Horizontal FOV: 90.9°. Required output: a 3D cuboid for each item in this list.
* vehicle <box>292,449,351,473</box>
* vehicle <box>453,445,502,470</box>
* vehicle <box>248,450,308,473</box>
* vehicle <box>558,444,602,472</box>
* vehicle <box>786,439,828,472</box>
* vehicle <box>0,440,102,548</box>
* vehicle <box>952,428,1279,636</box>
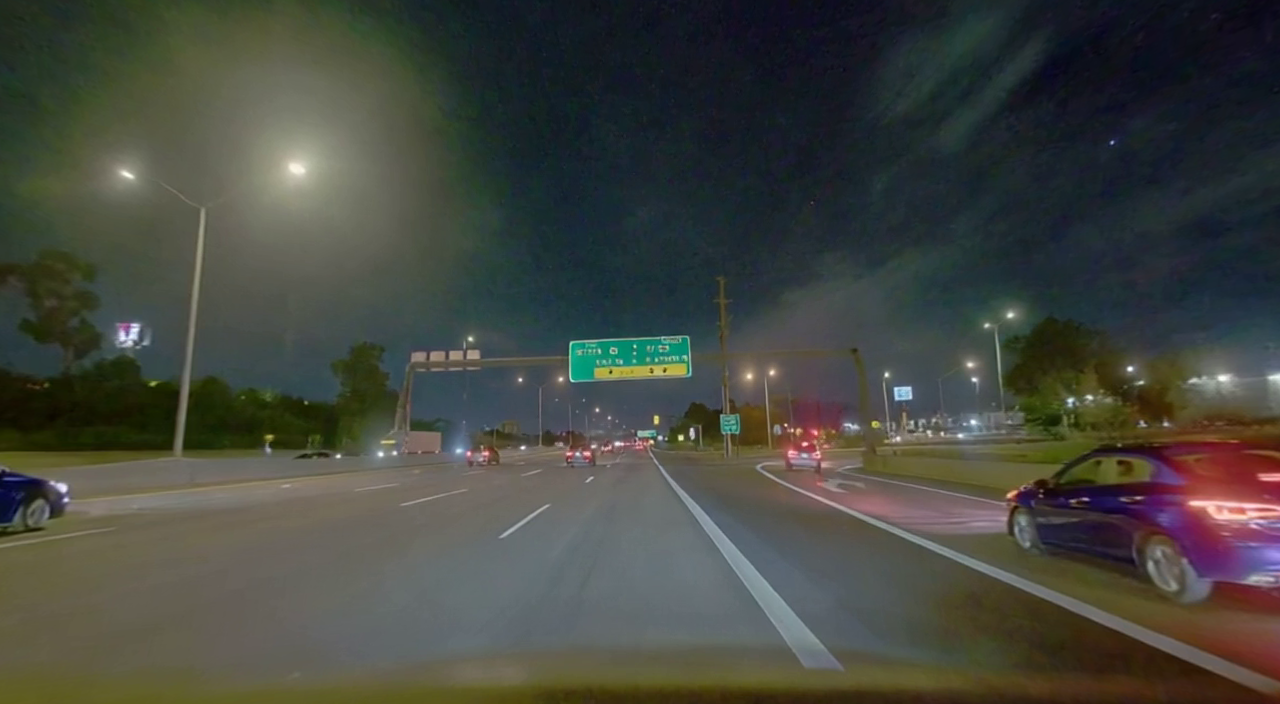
[{"bbox_3d":[-22.400,7.657,44.568,1.857,1.521,4.220,0,-8,2],"label":"vehicle"},{"bbox_3d":[-10.012,6.525,39.190,1.930,1.490,3.955,0,-8,1],"label":"vehicle"},{"bbox_3d":[-25.993,7.833,45.423,1.962,1.489,4.009,0,-8,0],"label":"vehicle"},{"bbox_3d":[-3.323,5.941,35.710,2.050,1.479,4.342,0,-8,1],"label":"vehicle"},{"bbox_3d":[9.953,6.185,37.884,2.127,1.815,4.777,-2,-8,11],"label":"vehicle"},{"bbox_3d":[-10.154,1.909,8.201,2.002,1.526,4.822,0,-8,1],"label":"vehicle"},{"bbox_3d":[5.362,1.600,6.735,2.002,1.457,4.497,-1,-8,4],"label":"vehicle"}]
